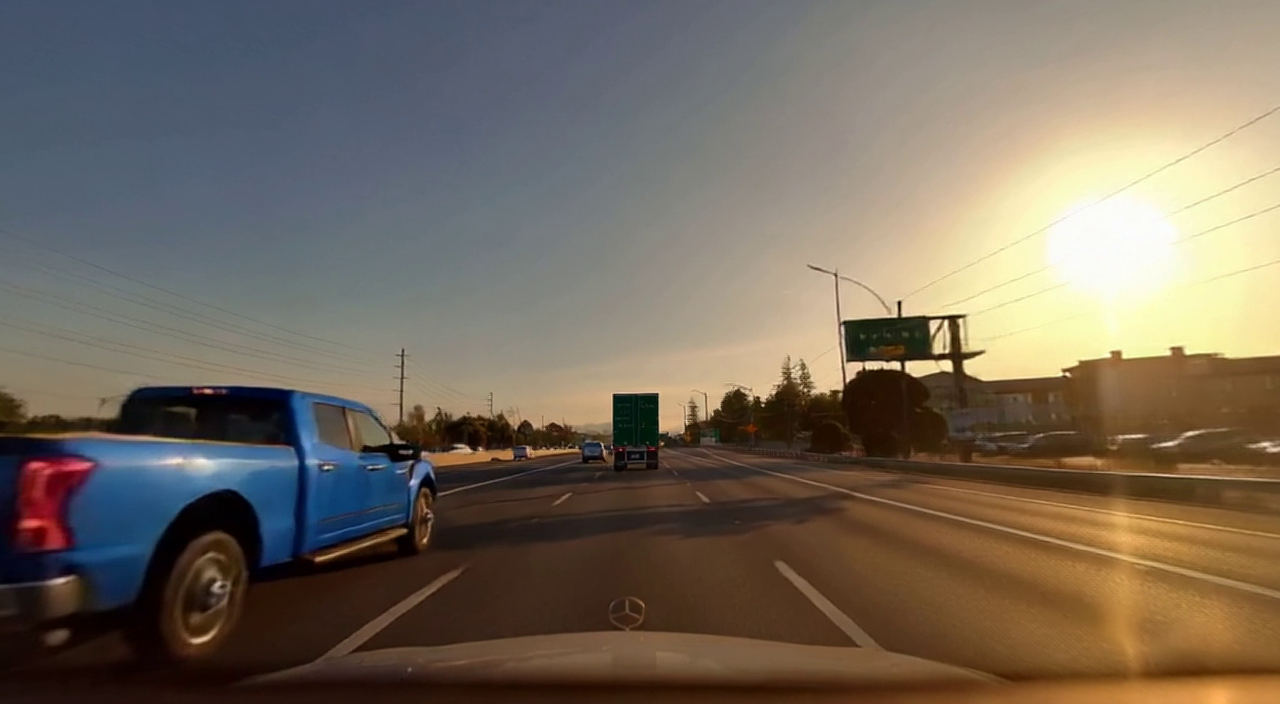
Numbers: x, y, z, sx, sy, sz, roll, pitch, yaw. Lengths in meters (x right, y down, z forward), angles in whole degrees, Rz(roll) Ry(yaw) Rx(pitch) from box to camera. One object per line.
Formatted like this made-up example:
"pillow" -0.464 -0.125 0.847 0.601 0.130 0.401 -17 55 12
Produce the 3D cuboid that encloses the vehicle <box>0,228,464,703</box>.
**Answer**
"vehicle" -3.718 1.014 4.979 2.749 2.141 6.515 0 -8 0

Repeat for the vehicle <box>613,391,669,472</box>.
"vehicle" 0.046 5.026 38.947 2.879 4.085 13.125 0 -8 0
